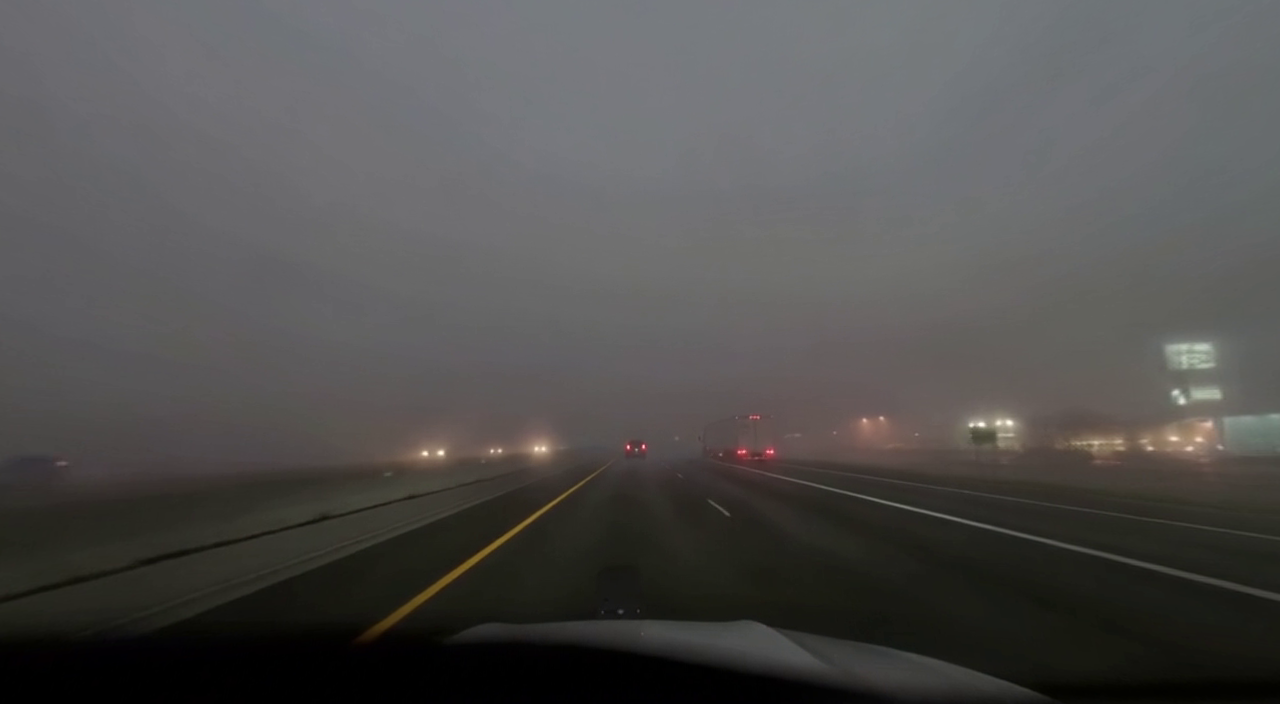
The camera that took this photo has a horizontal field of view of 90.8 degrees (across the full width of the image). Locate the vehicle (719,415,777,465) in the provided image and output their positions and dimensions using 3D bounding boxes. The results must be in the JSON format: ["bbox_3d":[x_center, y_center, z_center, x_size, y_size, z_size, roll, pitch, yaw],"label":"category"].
[{"bbox_3d":[7.489,6.299,44.915,2.793,3.204,7.997,0,-8,1],"label":"vehicle"}]
